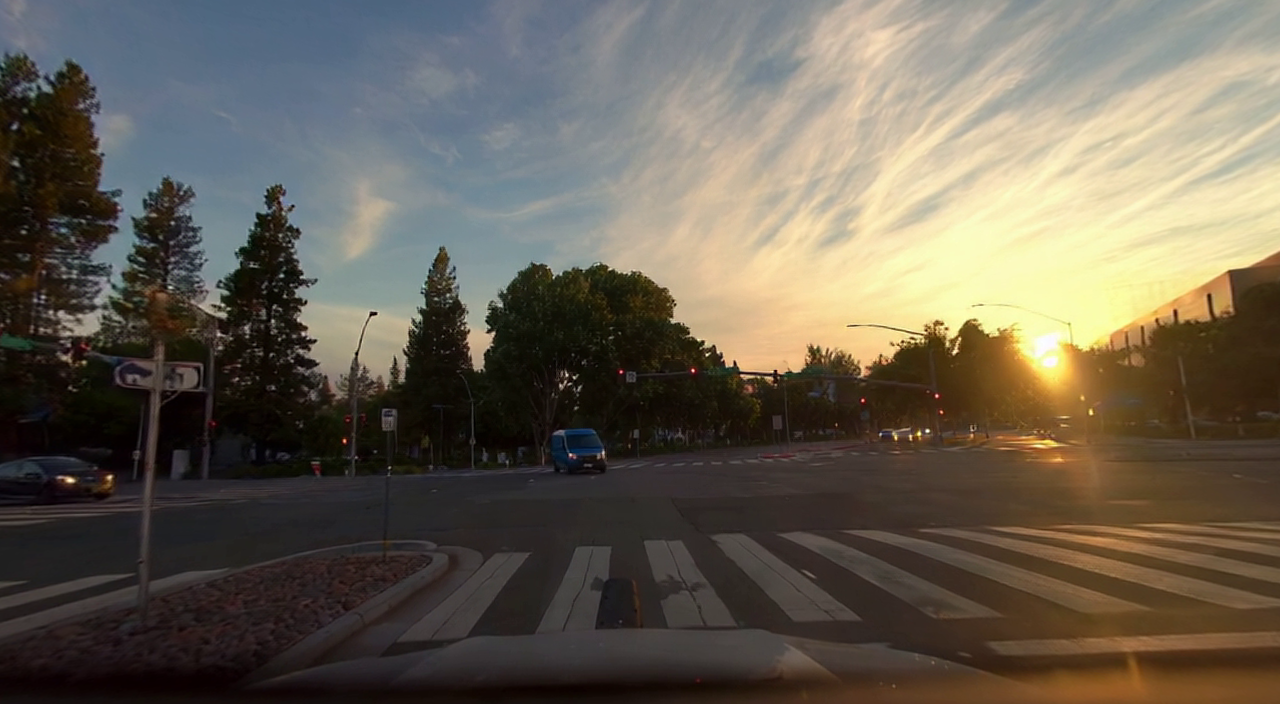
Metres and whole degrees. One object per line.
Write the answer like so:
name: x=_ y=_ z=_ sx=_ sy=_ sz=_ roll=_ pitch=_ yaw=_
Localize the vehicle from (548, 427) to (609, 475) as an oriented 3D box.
vehicle: x=-3.531 y=5.468 z=35.018 sx=2.465 sy=2.404 sz=5.791 roll=2 pitch=-9 yaw=-15
